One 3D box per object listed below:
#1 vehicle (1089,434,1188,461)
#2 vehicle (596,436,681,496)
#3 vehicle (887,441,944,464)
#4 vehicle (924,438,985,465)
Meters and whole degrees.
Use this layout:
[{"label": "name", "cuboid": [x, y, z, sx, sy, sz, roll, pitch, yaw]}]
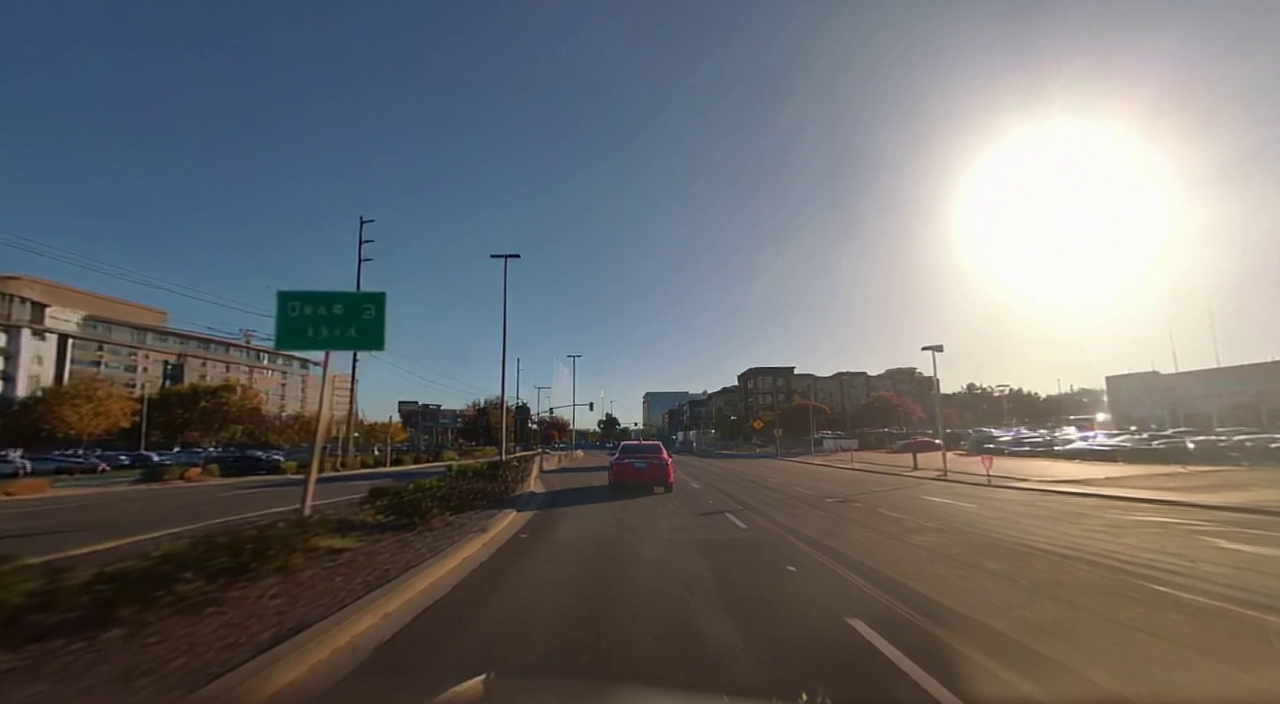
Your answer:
[{"label": "vehicle", "cuboid": [32.198, 6.172, 40.768, 4.711, 1.670, 1.950, 0, -7, 0]}, {"label": "vehicle", "cuboid": [-0.071, 3.136, 17.719, 2.126, 1.475, 3.967, 0, -8, -1]}, {"label": "vehicle", "cuboid": [19.582, 7.168, 44.994, 2.010, 1.492, 4.553, 1, -9, 0]}, {"label": "vehicle", "cuboid": [22.308, 7.048, 44.893, 2.038, 1.673, 4.389, -2, -8, 0]}]
